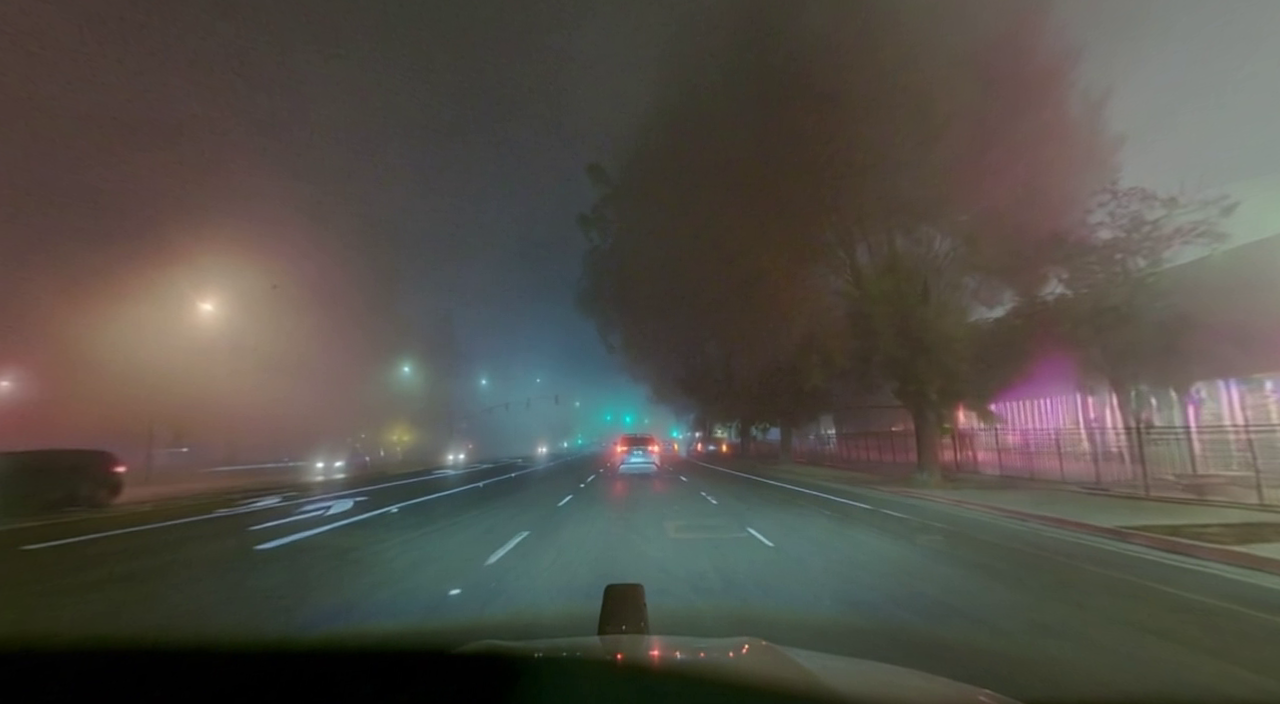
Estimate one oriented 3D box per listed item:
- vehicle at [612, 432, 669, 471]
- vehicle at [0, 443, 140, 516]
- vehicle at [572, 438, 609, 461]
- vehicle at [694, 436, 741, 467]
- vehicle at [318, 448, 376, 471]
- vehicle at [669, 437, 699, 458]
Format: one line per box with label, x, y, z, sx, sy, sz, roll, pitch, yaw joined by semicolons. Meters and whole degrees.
vehicle;0.106;4.619;29.381;2.000;1.671;4.276;-2;-8;8
vehicle;-14.476;2.919;14.819;1.868;1.528;4.317;0;-8;0
vehicle;-3.313;6.636;43.016;2.189;1.441;4.350;0;-8;0
vehicle;3.907;5.095;32.353;1.974;1.490;4.231;-1;-8;2
vehicle;-20.735;7.594;44.853;1.863;1.466;4.725;0;-8;0
vehicle;3.382;7.399;48.930;1.917;1.493;4.003;0;-8;-2
